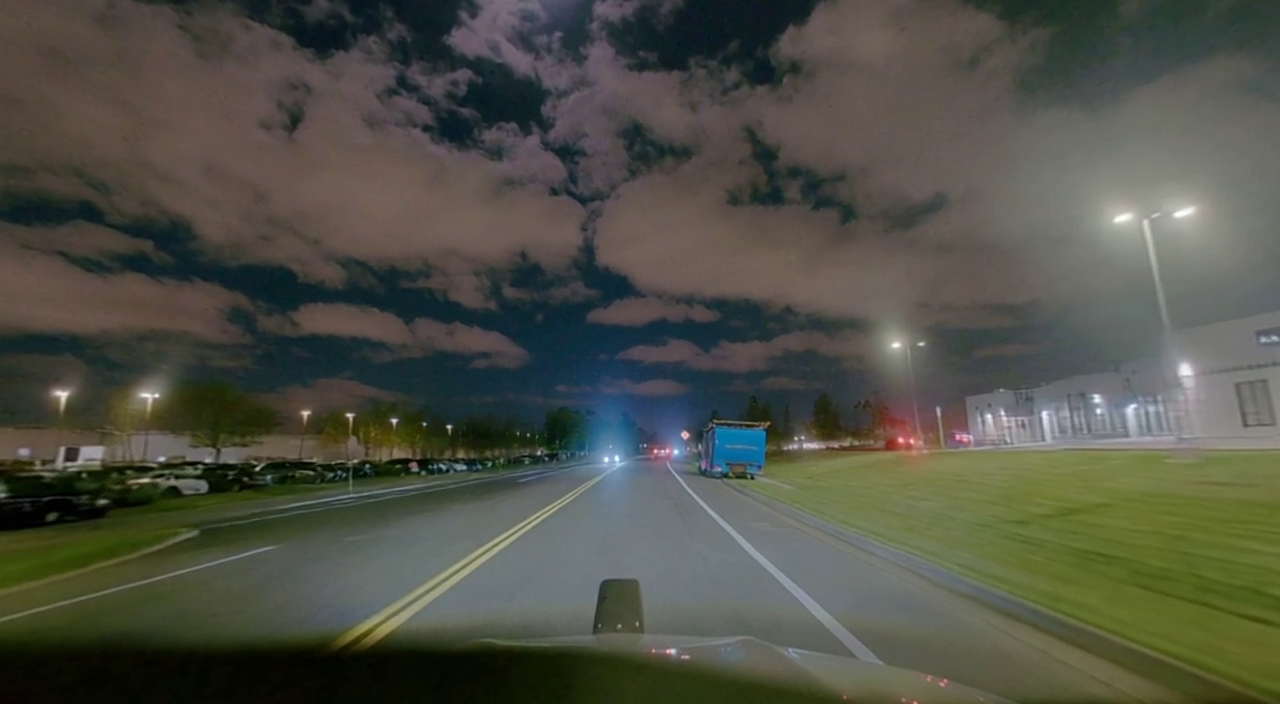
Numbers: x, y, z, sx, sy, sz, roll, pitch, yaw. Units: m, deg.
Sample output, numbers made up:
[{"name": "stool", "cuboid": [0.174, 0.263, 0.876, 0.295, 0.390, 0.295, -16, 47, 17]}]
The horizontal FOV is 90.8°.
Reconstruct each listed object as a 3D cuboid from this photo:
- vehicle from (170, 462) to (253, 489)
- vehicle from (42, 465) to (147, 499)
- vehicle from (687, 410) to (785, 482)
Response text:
[{"name": "vehicle", "cuboid": [-30.126, 8.669, 44.459, 4.371, 1.750, 1.940, 0, -8, 1]}, {"name": "vehicle", "cuboid": [-31.107, 7.389, 36.061, 4.313, 1.738, 1.985, -1, -8, 7]}, {"name": "vehicle", "cuboid": [4.523, 4.815, 32.528, 3.282, 3.067, 10.181, 0, -8, -1]}]
